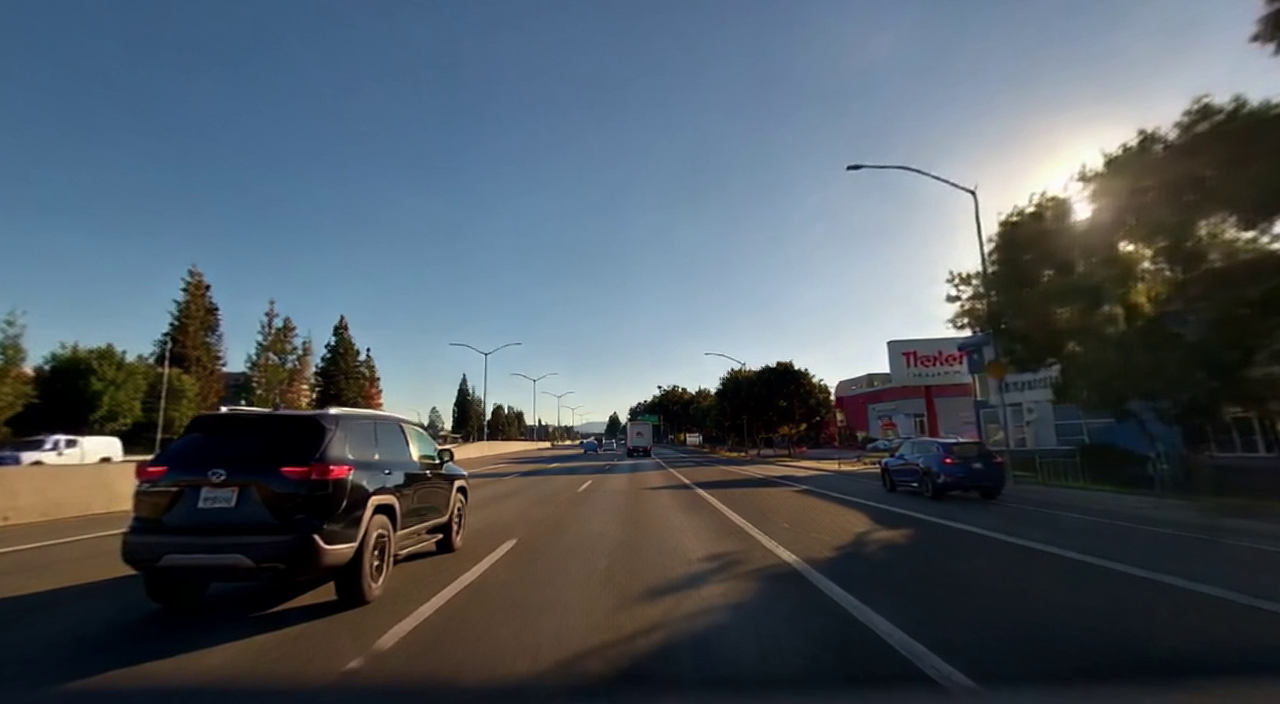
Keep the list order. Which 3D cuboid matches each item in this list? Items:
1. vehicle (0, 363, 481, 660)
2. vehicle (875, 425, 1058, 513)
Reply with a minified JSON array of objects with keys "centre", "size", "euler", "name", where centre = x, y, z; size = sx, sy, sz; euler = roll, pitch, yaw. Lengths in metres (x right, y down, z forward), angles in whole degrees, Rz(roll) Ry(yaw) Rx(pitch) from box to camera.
[{"centre":[-3.351,1.339,6.404],"size":[2.178,1.826,4.933],"euler":[0,-8,0],"name":"vehicle"},{"centre":[7.093,2.573,14.238],"size":[1.958,1.681,4.109],"euler":[0,-8,1],"name":"vehicle"}]
